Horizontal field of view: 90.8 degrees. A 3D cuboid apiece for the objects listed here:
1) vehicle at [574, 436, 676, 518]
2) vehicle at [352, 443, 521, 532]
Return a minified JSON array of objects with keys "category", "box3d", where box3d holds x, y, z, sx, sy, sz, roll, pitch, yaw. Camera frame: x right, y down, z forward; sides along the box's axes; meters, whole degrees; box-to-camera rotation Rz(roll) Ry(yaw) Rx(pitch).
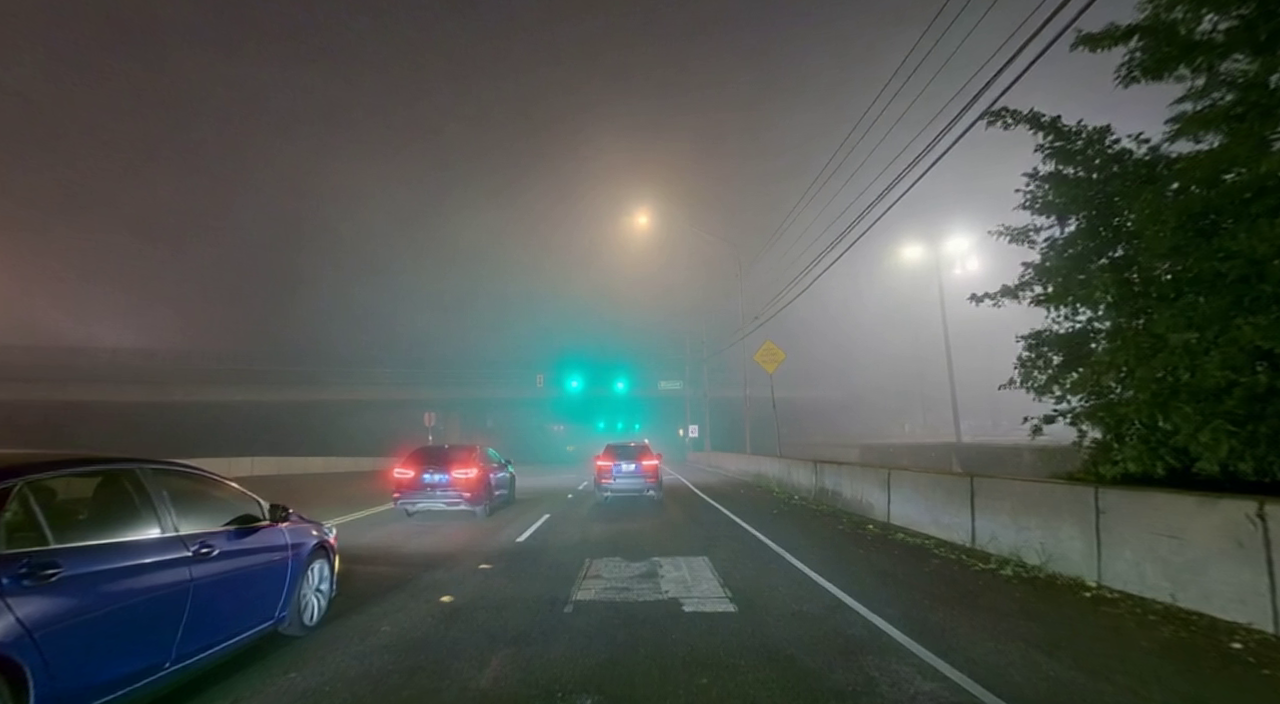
[{"category":"vehicle","box3d":[-0.318,2.731,14.294,1.985,1.565,3.968,0,-8,-1]},{"category":"vehicle","box3d":[-3.745,2.536,12.520,1.946,1.437,4.154,0,-8,0]}]
